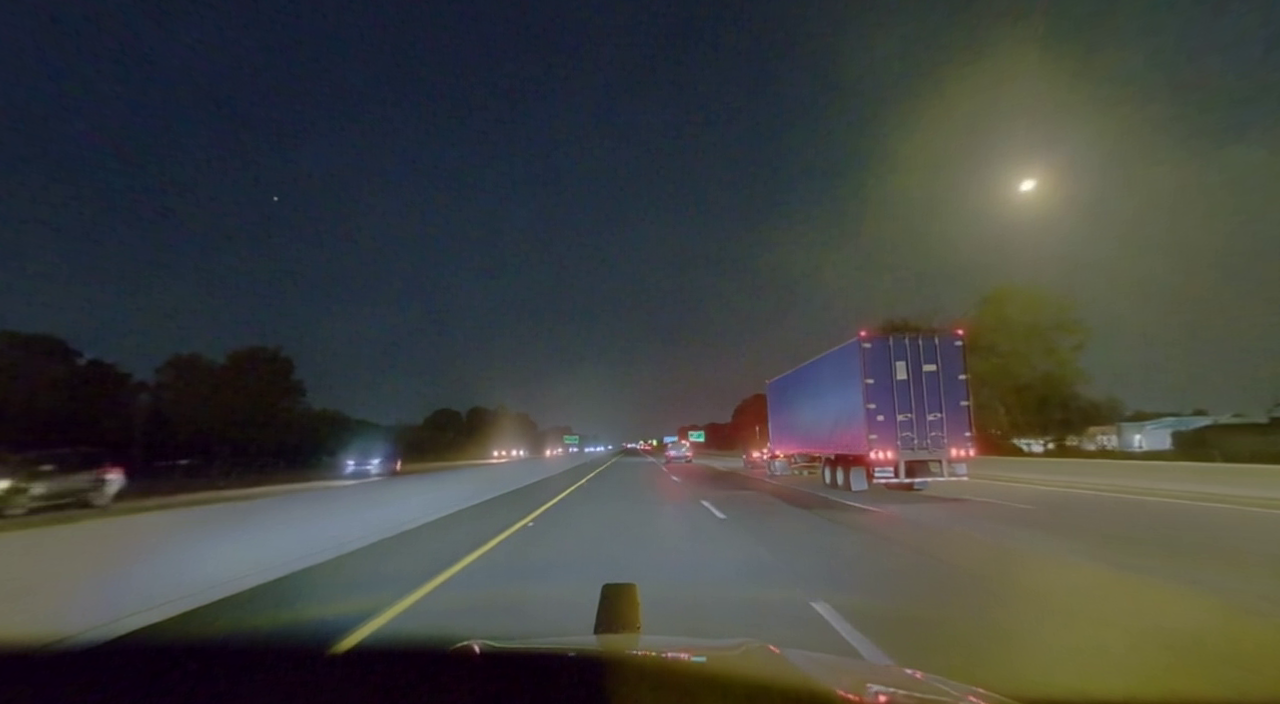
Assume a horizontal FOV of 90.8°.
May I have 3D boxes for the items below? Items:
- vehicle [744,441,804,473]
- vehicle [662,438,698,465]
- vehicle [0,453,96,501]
[{"bbox_3d":[6.642,5.247,31.767,2.009,1.456,4.097,0,-9,-1],"label":"vehicle"},{"bbox_3d":[2.833,7.190,45.870,2.258,1.824,4.908,0,-9,-1],"label":"vehicle"},{"bbox_3d":[-22.196,4.338,22.115,1.912,1.513,5.034,0,-8,-1],"label":"vehicle"}]
